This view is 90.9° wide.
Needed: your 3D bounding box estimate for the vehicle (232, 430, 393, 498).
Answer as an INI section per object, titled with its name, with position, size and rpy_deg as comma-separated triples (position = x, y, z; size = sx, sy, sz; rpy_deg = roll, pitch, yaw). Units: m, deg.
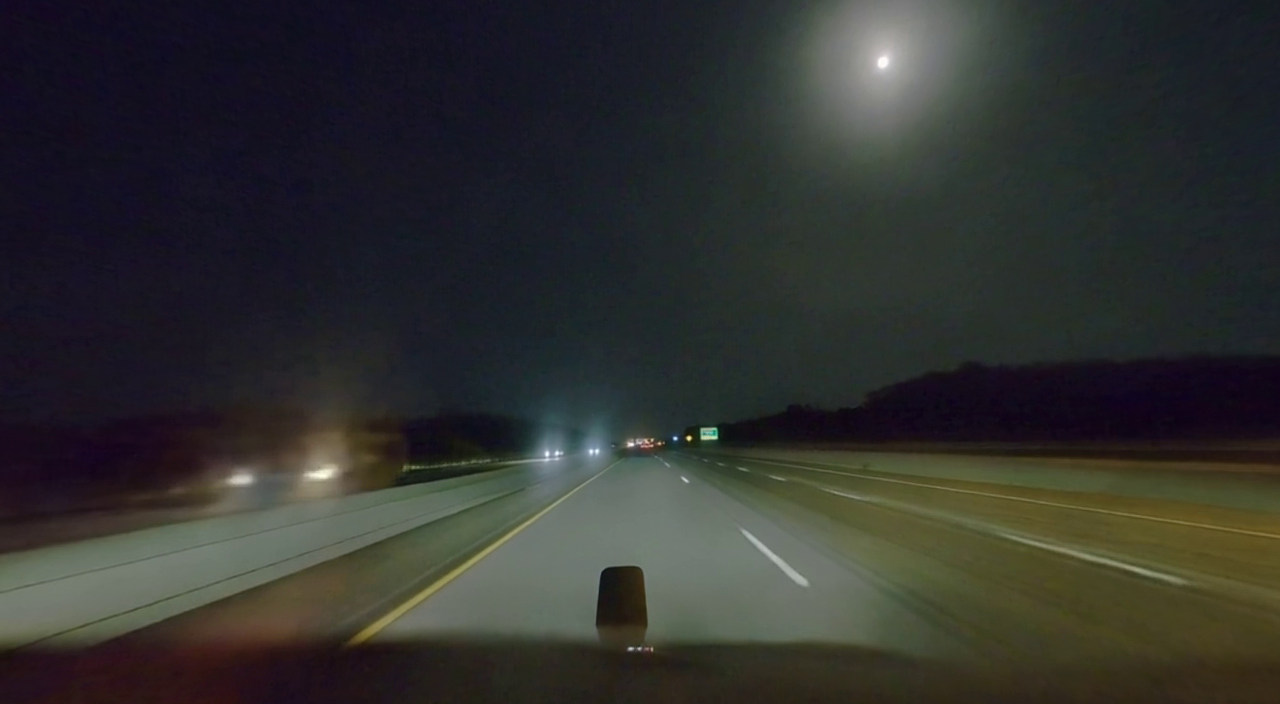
[vehicle]
position = -10.320, 3.572, 20.582
size = 2.132, 1.866, 5.680
rpy_deg = 0, -8, 1
